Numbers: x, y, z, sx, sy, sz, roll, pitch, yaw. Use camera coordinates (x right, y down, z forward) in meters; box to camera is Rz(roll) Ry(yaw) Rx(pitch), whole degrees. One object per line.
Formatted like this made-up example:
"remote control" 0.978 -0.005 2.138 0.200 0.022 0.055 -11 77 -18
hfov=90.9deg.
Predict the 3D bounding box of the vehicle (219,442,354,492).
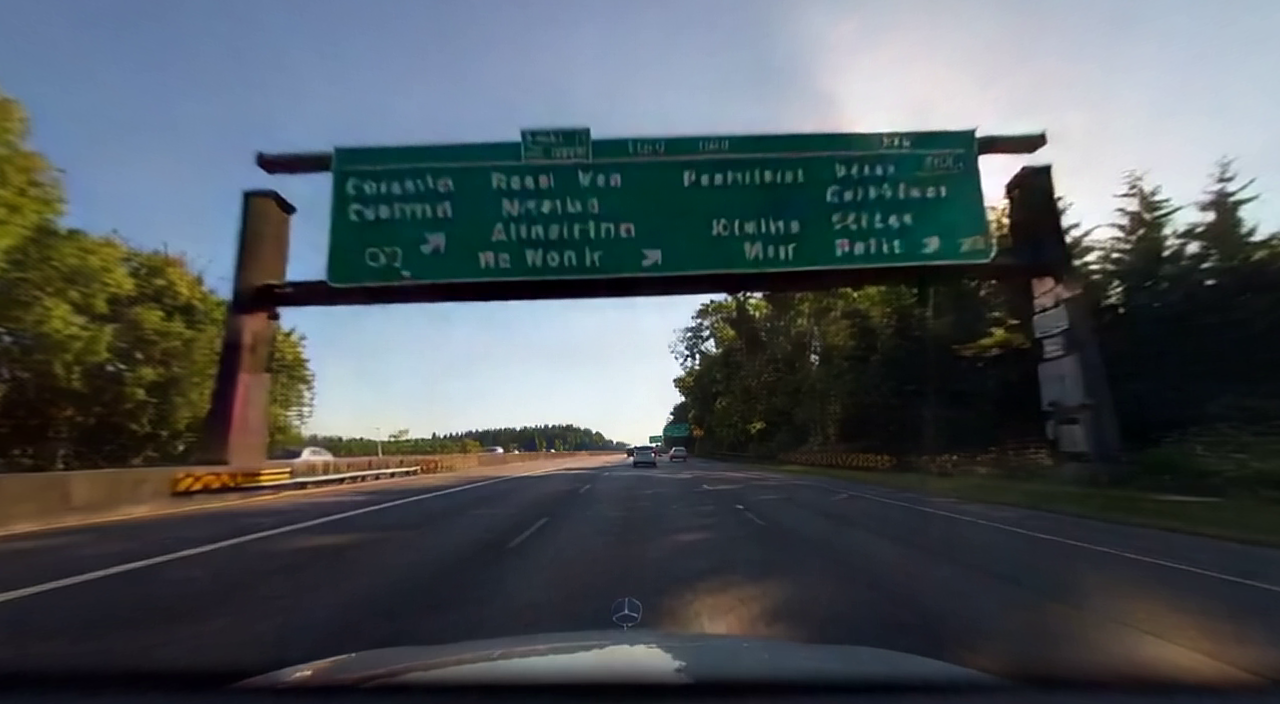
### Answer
"vehicle" -11.907 3.886 21.647 1.969 1.539 4.538 0 -9 0

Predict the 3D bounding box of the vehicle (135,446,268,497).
"vehicle" -16.746 4.553 24.369 1.951 1.749 4.298 0 -9 1

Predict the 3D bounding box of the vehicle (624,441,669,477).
"vehicle" 0.370 5.000 29.658 1.936 1.545 4.116 -1 -9 3
